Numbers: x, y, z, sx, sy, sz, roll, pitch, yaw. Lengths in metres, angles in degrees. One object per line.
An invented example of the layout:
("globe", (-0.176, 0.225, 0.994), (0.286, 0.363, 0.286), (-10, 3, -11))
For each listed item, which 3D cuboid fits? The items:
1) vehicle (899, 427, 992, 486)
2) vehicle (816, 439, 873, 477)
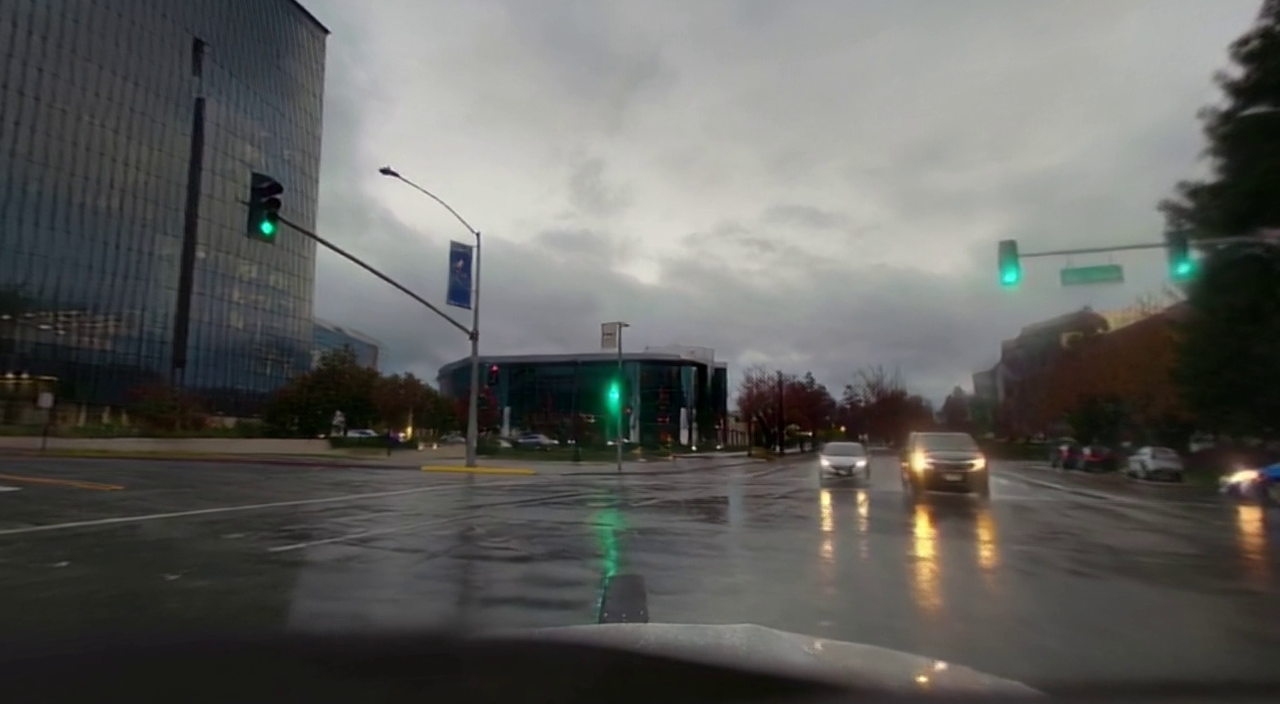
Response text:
("vehicle", (9.890, 3.401, 20.705), (2.018, 1.699, 4.751), (-3, -9, 18))
("vehicle", (9.053, 4.585, 27.548), (2.068, 1.486, 4.664), (-3, -9, 21))
